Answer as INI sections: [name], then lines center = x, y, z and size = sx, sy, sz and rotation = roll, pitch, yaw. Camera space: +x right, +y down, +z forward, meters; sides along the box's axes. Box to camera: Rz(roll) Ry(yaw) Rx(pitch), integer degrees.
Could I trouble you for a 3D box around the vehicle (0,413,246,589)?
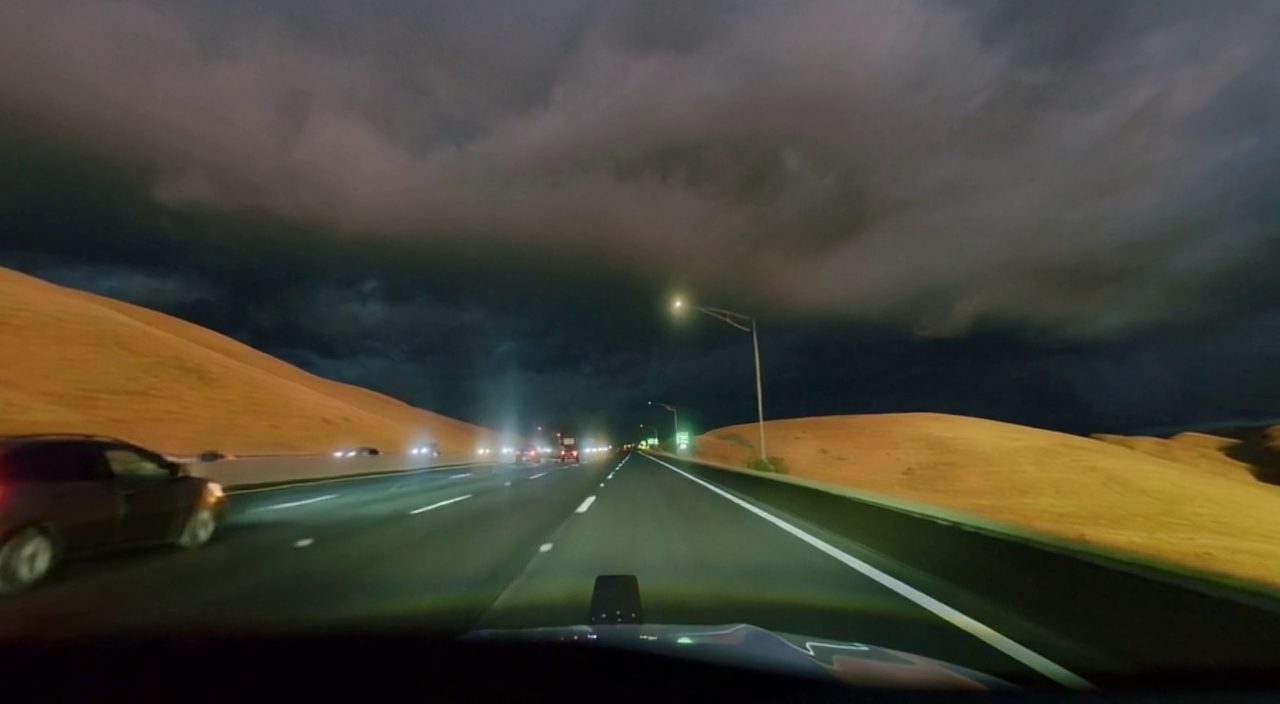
[vehicle]
center = -6.991, 1.603, 7.270
size = 2.045, 1.624, 4.338
rotation = 0, -9, 0
